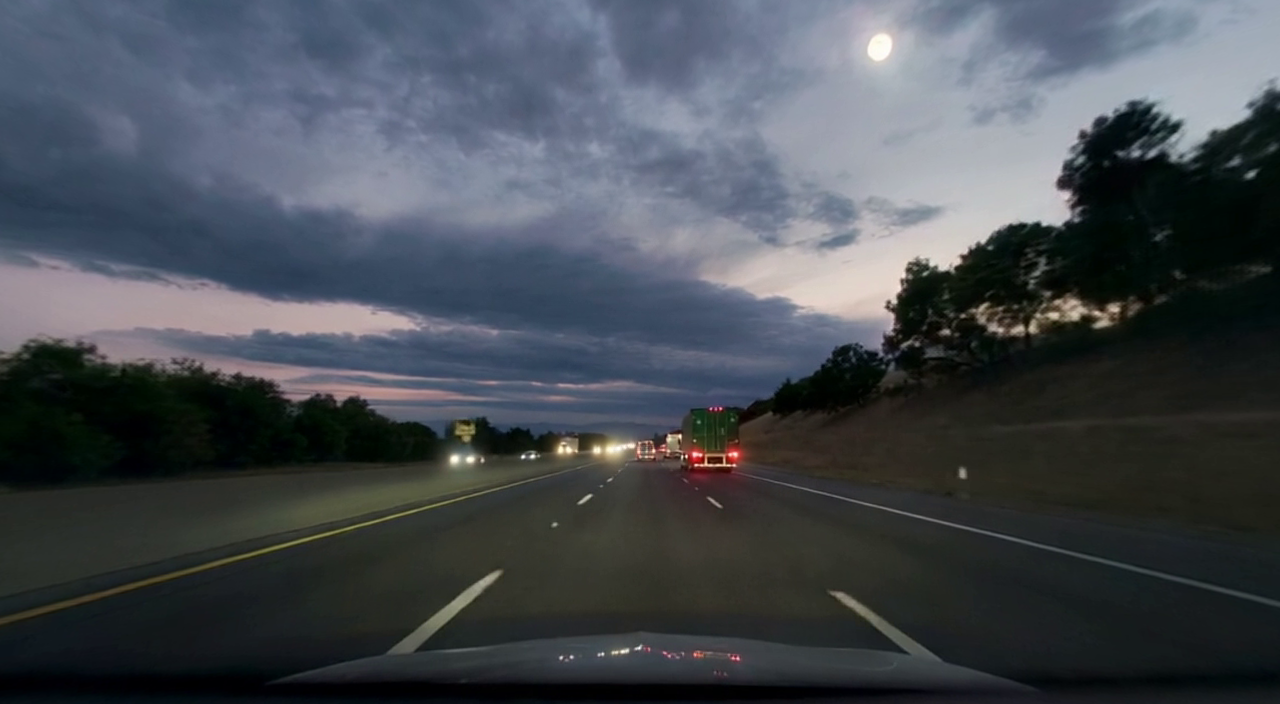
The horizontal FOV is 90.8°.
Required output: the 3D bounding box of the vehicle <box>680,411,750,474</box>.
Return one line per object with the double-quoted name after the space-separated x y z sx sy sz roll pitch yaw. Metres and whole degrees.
4.327 5.537 38.372 2.960 3.381 8.914 0 -9 -1 "vehicle"
